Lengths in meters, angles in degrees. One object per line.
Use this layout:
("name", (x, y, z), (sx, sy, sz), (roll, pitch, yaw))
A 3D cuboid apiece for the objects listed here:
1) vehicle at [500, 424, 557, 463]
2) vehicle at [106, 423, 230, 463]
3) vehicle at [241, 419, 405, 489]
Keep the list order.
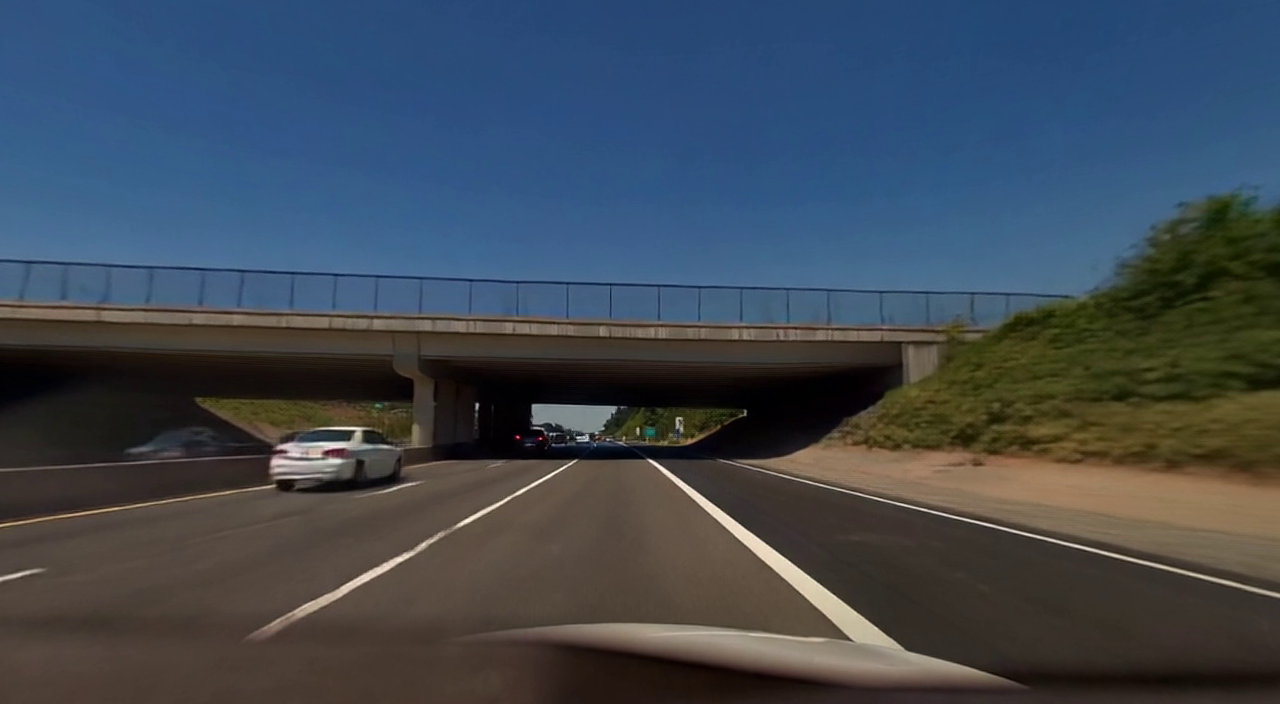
("vehicle", (-5.288, 4.404, 30.335), (2.007, 1.727, 4.040), (0, -8, -1))
("vehicle", (-20.013, 3.875, 26.944), (2.038, 1.533, 4.288), (0, -8, -1))
("vehicle", (-8.421, 2.764, 17.316), (2.148, 1.635, 4.670), (1, -8, -2))
